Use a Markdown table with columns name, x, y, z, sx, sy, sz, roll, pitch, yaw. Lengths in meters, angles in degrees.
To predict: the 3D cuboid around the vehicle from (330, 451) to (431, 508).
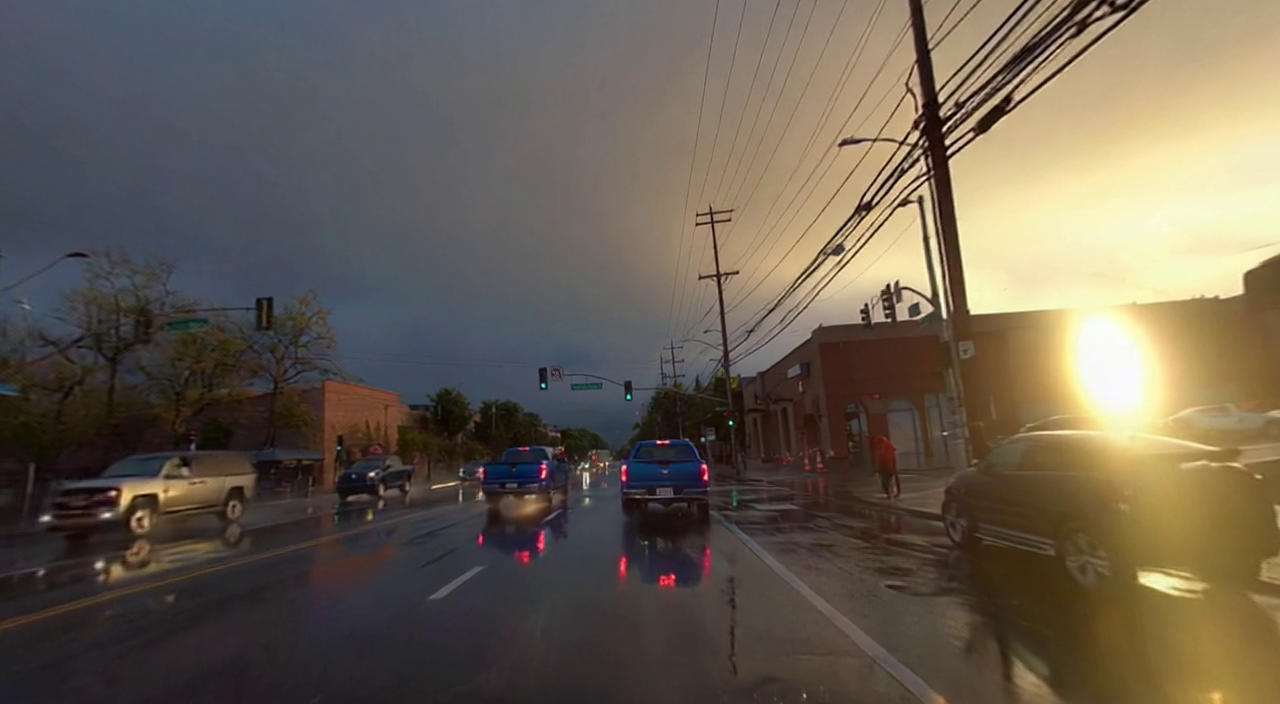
| name | x | y | z | sx | sy | sz | roll | pitch | yaw |
| --- | --- | --- | --- | --- | --- | --- | --- | --- | --- |
| vehicle | -10.123 | 4.967 | 25.125 | 2.081 | 1.925 | 5.632 | 1 | -9 | -5 |

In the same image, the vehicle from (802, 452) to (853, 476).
| name | x | y | z | sx | sy | sz | roll | pitch | yaw |
| --- | --- | --- | --- | --- | --- | --- | --- | --- | --- |
| vehicle | 13.225 | 7.932 | 44.671 | 2.075 | 1.556 | 4.585 | 0 | -9 | -1 |

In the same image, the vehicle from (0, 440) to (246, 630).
| name | x | y | z | sx | sy | sz | roll | pitch | yaw |
| --- | --- | --- | --- | --- | --- | --- | --- | --- | --- |
| vehicle | -6.270 | 1.639 | 6.061 | 1.994 | 1.551 | 4.414 | 0 | -9 | 1 |

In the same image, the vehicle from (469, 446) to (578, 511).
| name | x | y | z | sx | sy | sz | roll | pitch | yaw |
| --- | --- | --- | --- | --- | --- | --- | --- | --- | --- |
| vehicle | -3.075 | 3.451 | 17.725 | 1.995 | 1.554 | 4.618 | 0 | -9 | 2 |

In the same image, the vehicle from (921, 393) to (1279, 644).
| name | x | y | z | sx | sy | sz | roll | pitch | yaw |
| --- | --- | --- | --- | --- | --- | --- | --- | --- | --- |
| vehicle | 5.053 | 1.558 | 6.948 | 1.974 | 1.823 | 4.576 | 0 | -9 | 3 |

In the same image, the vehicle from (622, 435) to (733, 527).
| name | x | y | z | sx | sy | sz | roll | pitch | yaw |
| --- | --- | --- | --- | --- | --- | --- | --- | --- | --- |
| vehicle | 0.942 | 2.808 | 14.356 | 2.089 | 1.699 | 4.650 | -1 | -9 | 6 |

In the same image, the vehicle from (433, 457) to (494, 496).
| name | x | y | z | sx | sy | sz | roll | pitch | yaw |
| --- | --- | --- | --- | --- | --- | --- | --- | --- | --- |
| vehicle | -9.161 | 6.493 | 33.107 | 1.961 | 1.814 | 4.418 | 0 | -9 | -1 |
